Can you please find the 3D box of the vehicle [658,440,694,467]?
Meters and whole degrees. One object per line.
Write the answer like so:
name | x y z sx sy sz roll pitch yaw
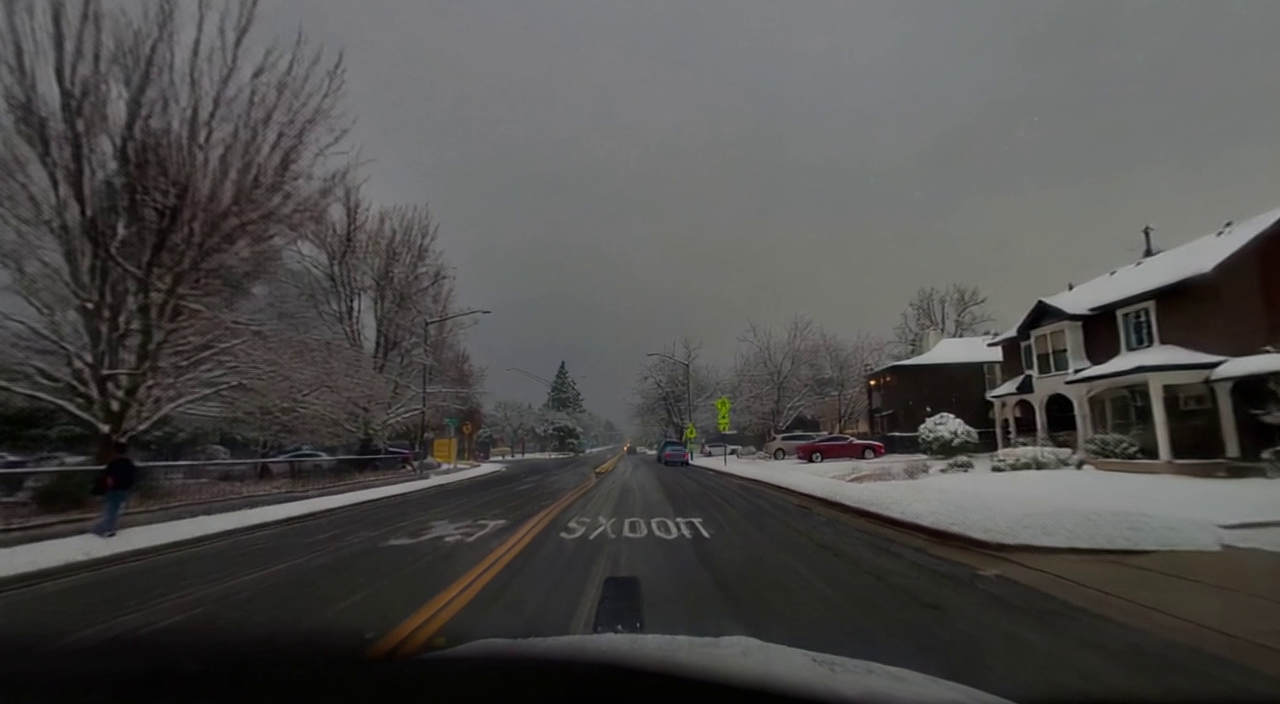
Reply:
vehicle | 2.677 7.685 48.105 2.221 1.892 5.555 0 -9 -2

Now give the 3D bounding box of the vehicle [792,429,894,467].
vehicle | 10.917 5.192 34.172 4.750 1.658 1.902 -4 -9 0

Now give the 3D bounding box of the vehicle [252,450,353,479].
vehicle | -19.326 6.404 36.324 4.691 1.483 1.955 8 -12 -44

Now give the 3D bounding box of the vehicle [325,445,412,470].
vehicle | -19.963 7.736 46.648 2.059 1.746 5.388 -8 -12 42

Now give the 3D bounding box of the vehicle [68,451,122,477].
vehicle | -36.545 7.476 42.345 4.177 1.621 1.965 -7 -11 40
